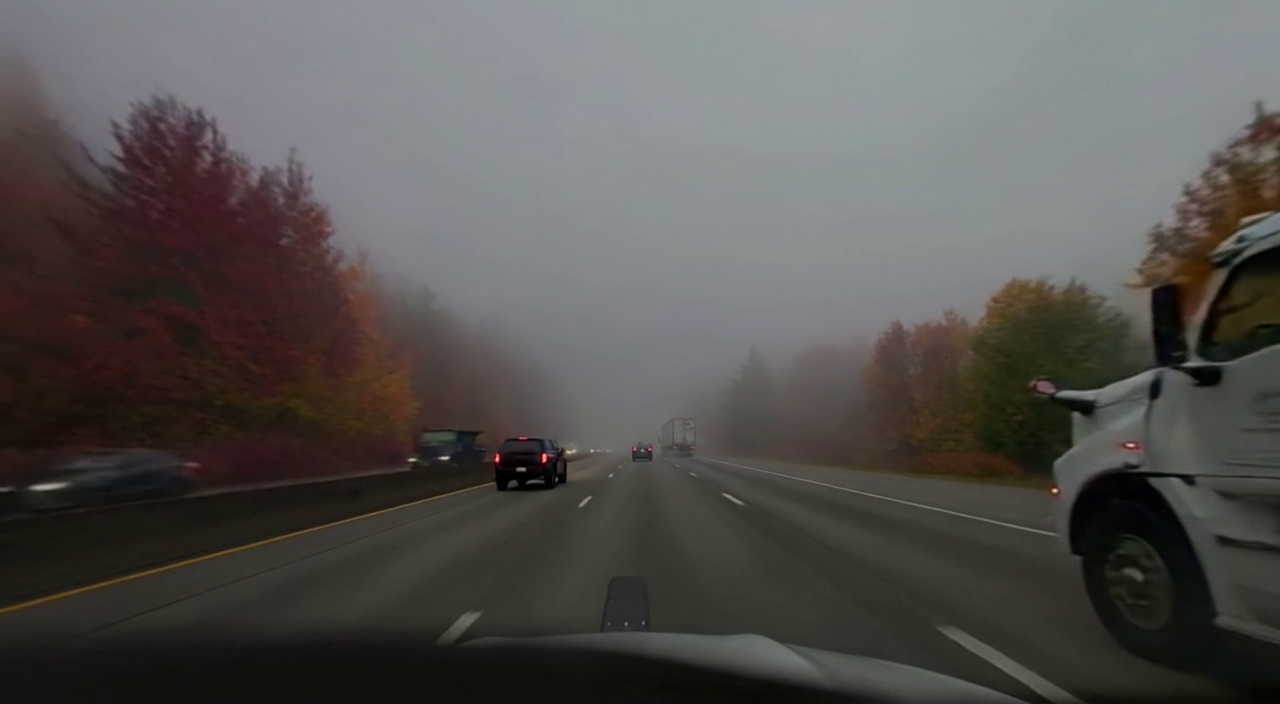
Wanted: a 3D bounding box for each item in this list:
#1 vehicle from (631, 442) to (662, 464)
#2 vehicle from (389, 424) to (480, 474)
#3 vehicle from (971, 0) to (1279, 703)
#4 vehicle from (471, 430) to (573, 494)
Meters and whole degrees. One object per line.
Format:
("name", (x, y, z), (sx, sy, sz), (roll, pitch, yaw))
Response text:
("vehicle", (0.470, 7.159, 44.854), (2.152, 1.484, 4.211), (0, -8, 1))
("vehicle", (-10.563, 5.063, 32.983), (2.533, 2.313, 6.197), (0, -8, 1))
("vehicle", (4.795, 0.183, 4.001), (3.306, 3.639, 3.451), (0, -8, 0))
("vehicle", (-3.342, 3.230, 18.876), (2.077, 1.669, 4.739), (0, -8, 1))
